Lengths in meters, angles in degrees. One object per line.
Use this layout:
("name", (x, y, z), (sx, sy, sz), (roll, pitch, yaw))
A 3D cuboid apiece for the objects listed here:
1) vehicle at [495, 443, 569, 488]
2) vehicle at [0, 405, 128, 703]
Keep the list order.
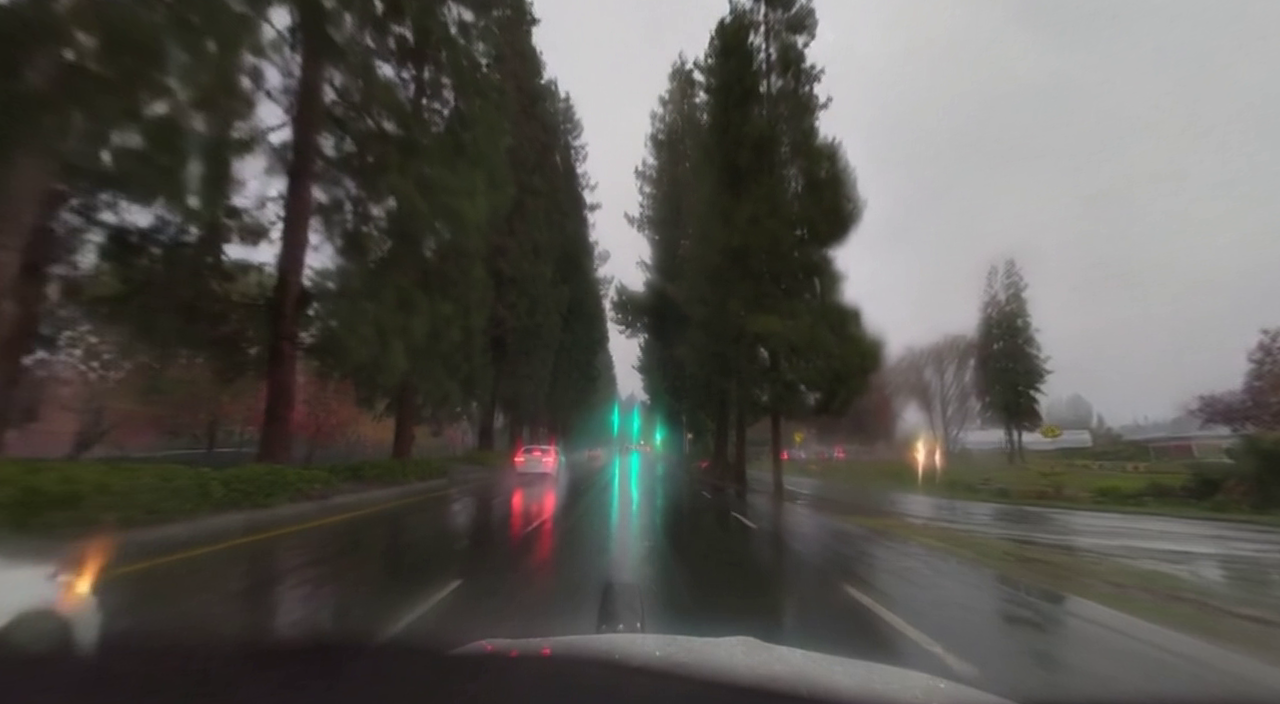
("vehicle", (-3.880, 4.149, 23.531), (1.968, 1.459, 4.433), (0, -8, 0))
("vehicle", (-3.634, 0.724, 0.933), (2.106, 1.482, 4.312), (0, -8, 0))
